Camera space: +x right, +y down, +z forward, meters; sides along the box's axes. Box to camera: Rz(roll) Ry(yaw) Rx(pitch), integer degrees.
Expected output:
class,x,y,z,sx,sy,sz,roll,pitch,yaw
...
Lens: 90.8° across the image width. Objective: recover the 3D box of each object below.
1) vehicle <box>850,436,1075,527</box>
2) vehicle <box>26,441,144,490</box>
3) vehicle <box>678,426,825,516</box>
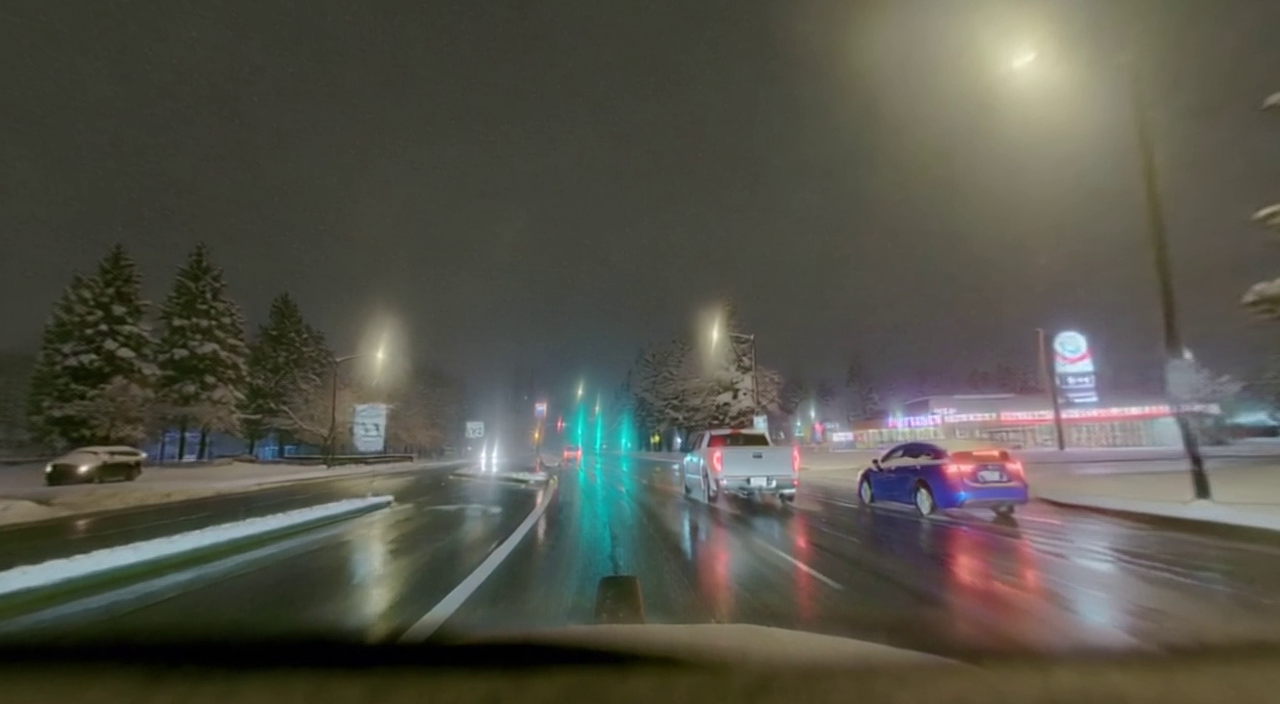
class,x,y,z,sx,sy,sz,roll,pitch,yaw
vehicle,6.081,2.465,12.648,1.986,1.480,4.296,1,-8,-4
vehicle,-32.465,6.607,37.294,2.217,2.629,5.839,1,-9,-9
vehicle,2.352,2.713,14.962,2.214,1.749,4.998,1,-9,-4
